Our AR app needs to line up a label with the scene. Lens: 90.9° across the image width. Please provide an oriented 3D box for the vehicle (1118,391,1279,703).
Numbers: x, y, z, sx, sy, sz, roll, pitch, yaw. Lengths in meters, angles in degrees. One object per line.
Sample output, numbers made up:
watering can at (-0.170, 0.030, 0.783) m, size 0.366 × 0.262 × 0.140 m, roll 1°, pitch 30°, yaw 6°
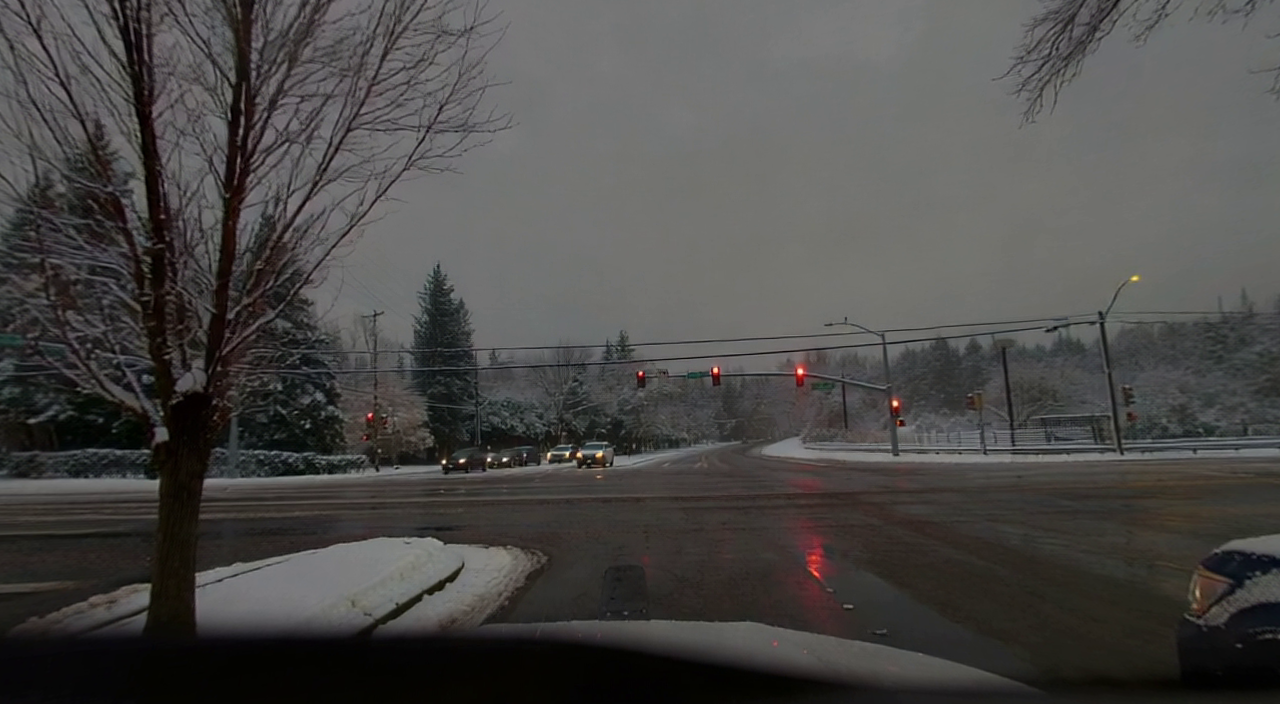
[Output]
vehicle at (3.062, 0.618, 0.427) m, size 1.978 × 1.468 × 4.544 m, roll 0°, pitch -9°, yaw 1°

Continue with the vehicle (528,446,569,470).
vehicle at (-6.543, 7.604, 45.495) m, size 2.126 × 1.657 × 4.307 m, roll 0°, pitch -9°, yaw 2°

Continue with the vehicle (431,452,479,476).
vehicle at (-13.389, 8.132, 45.992) m, size 2.101 × 1.637 × 4.304 m, roll 0°, pitch -9°, yaw 1°

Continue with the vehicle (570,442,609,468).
vehicle at (-3.553, 7.329, 45.114) m, size 2.215 × 1.732 × 4.684 m, roll -1°, pitch -9°, yaw 3°

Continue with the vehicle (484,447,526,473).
vehicle at (-9.775, 7.838, 45.951) m, size 2.064 × 1.725 × 4.243 m, roll 0°, pitch -9°, yaw 1°
